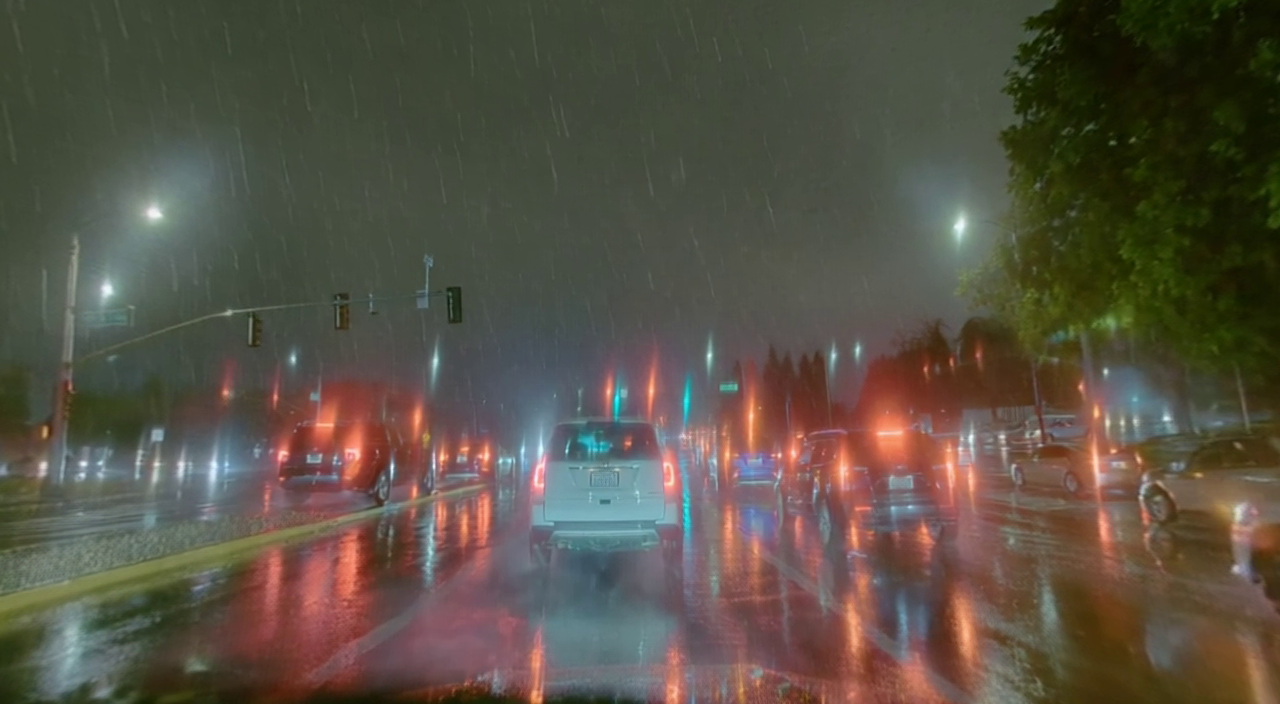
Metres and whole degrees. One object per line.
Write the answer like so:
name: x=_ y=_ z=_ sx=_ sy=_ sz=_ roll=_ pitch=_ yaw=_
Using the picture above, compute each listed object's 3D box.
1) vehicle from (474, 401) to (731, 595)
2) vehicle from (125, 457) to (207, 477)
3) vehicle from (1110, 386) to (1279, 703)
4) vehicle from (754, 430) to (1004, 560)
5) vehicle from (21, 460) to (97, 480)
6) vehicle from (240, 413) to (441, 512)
vehicle: x=-0.319 y=1.590 z=7.636 sx=2.256 sy=1.694 sz=4.055 roll=0 pitch=-8 yaw=0
vehicle: x=-37.325 y=9.056 z=49.469 sx=4.914 sy=1.487 sz=1.850 roll=0 pitch=-8 yaw=0
vehicle: x=3.300 y=0.674 z=0.835 sx=1.980 sy=1.515 sz=4.362 roll=0 pitch=-8 yaw=1
vehicle: x=3.150 y=1.972 z=9.485 sx=1.971 sy=1.473 sz=4.495 roll=0 pitch=-8 yaw=0
vehicle: x=-45.686 y=9.277 z=49.394 sx=4.232 sy=1.498 sz=1.791 roll=0 pitch=-8 yaw=1
vehicle: x=-6.735 y=2.560 z=14.996 sx=2.214 sy=1.953 sz=5.017 roll=0 pitch=-8 yaw=1
